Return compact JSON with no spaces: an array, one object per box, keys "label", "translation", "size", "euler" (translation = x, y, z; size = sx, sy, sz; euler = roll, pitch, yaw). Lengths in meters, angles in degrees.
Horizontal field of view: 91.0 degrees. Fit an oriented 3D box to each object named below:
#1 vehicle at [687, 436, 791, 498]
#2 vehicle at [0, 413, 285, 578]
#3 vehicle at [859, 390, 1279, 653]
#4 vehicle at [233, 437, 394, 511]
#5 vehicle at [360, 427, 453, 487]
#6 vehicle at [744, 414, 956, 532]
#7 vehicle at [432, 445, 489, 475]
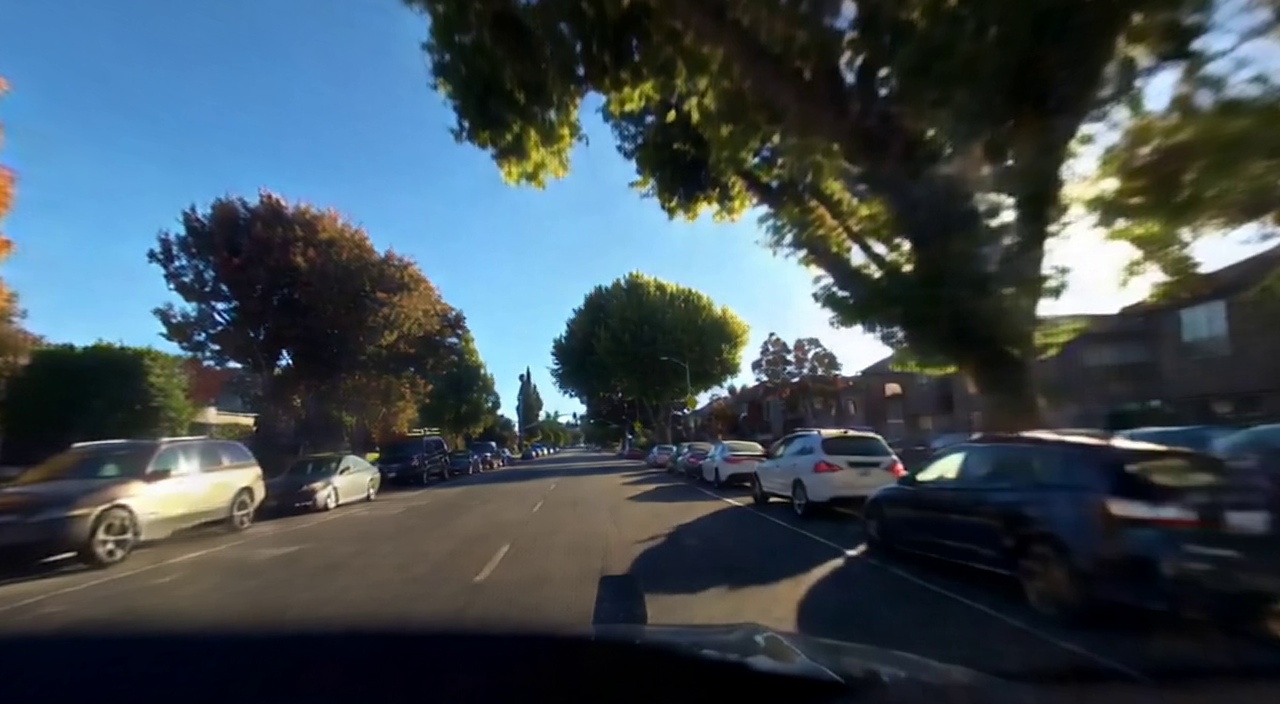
[{"label":"vehicle","translation":[2.690,3.267,18.375],"size":[2.009,1.547,4.574],"euler":[0,-8,-4]},{"label":"vehicle","translation":[-7.836,2.075,9.748],"size":[2.072,1.840,5.197],"euler":[-1,-9,-6]},{"label":"vehicle","translation":[3.935,1.302,5.919],"size":[1.954,1.507,4.356],"euler":[0,-8,-3]},{"label":"vehicle","translation":[-8.397,3.138,16.824],"size":[2.055,1.663,4.889],"euler":[1,-8,-5]},{"label":"vehicle","translation":[-9.223,4.183,25.419],"size":[2.146,2.167,5.339],"euler":[1,-8,-5]},{"label":"vehicle","translation":[3.632,2.197,12.069],"size":[2.071,1.781,4.737],"euler":[1,-9,-5]},{"label":"vehicle","translation":[-9.668,5.833,34.282],"size":[2.057,1.486,4.759],"euler":[0,-8,-4]}]
